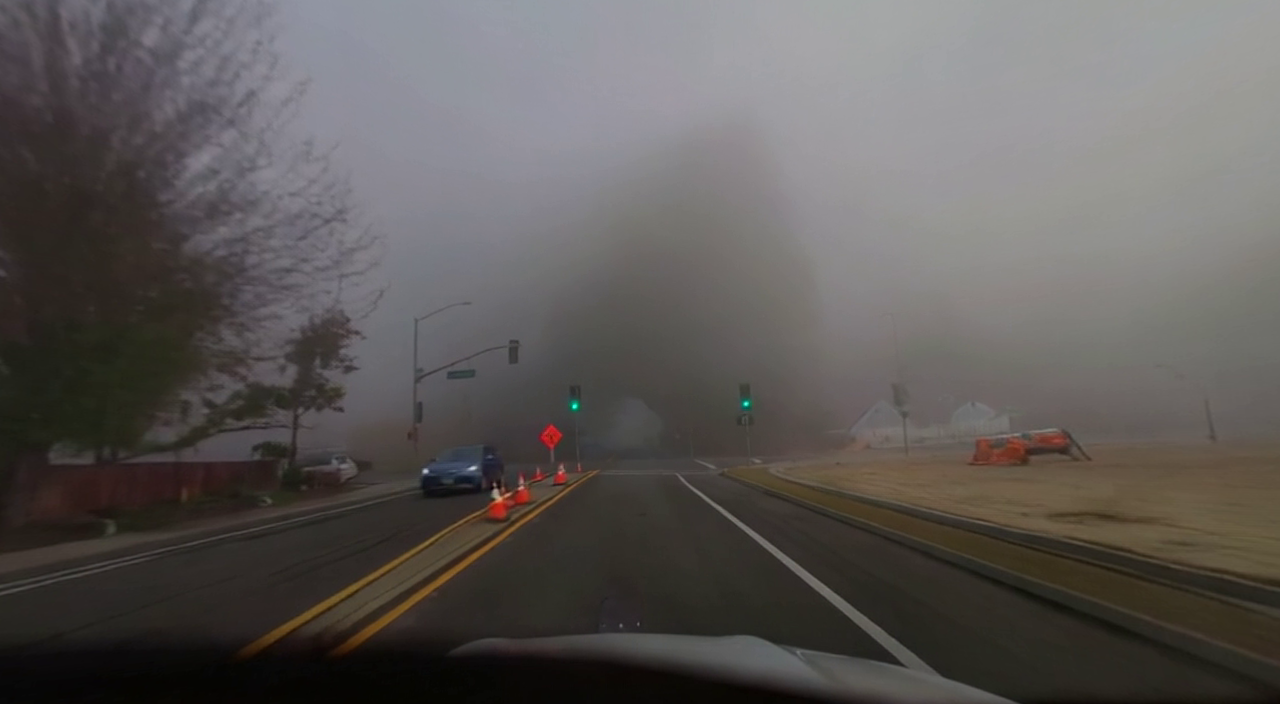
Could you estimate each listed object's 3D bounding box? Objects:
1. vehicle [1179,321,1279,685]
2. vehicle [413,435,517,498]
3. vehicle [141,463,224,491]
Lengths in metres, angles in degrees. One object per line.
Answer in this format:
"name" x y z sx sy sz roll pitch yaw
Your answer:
"vehicle" 4.680 0.520 1.322 2.404 2.054 5.588 -1 -9 4
"vehicle" -5.805 3.857 21.662 2.240 1.879 4.847 0 -9 -1
"vehicle" -33.821 9.240 46.807 4.433 1.908 2.090 0 -8 -4
